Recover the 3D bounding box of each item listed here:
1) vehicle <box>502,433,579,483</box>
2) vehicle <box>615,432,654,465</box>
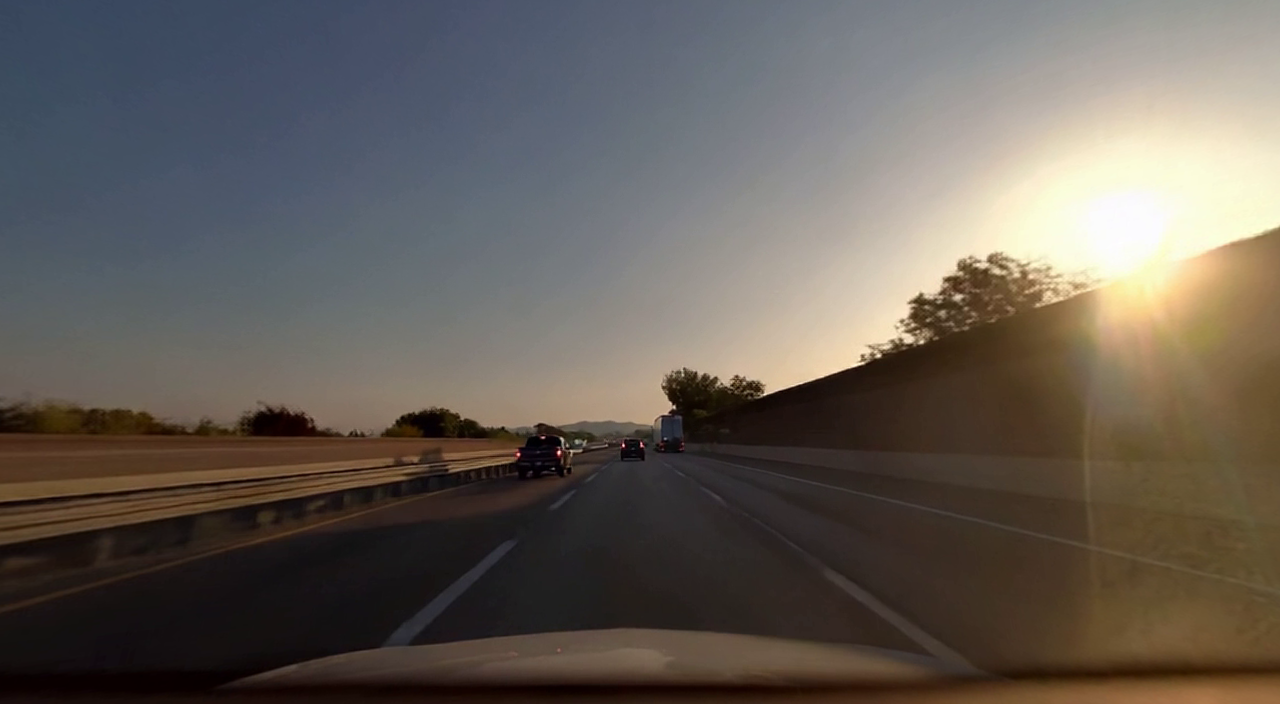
[{"bbox_3d":[-3.802,4.133,24.906,2.326,1.761,4.450,-1,-8,0],"label":"vehicle"},{"bbox_3d":[-0.407,6.453,42.190,2.456,2.007,4.728,0,-8,-2],"label":"vehicle"}]
